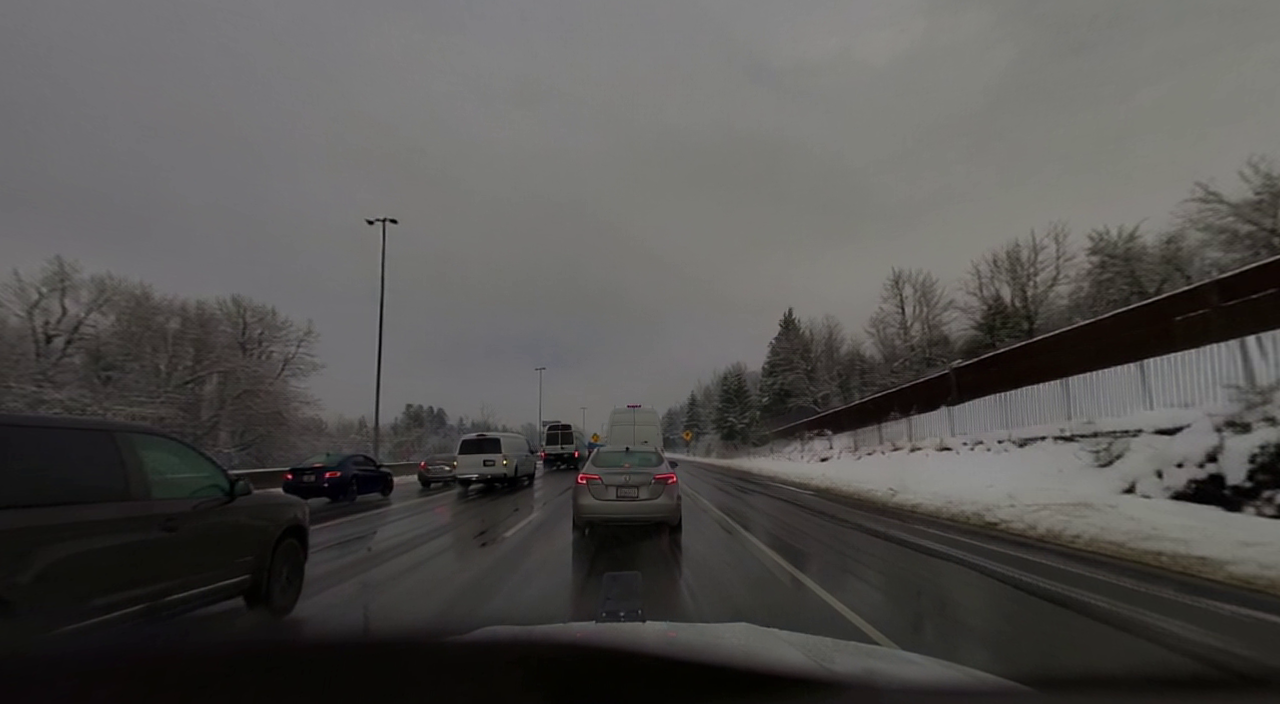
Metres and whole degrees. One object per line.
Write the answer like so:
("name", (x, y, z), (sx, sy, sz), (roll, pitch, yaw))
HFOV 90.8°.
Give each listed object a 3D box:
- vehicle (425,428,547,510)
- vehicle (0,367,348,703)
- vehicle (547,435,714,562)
("vehicle", (-3.982, 3.122, 17.246), (2.055, 1.913, 4.584), (-1, -9, 2))
("vehicle", (-3.634, 1.027, 3.354), (2.029, 1.656, 4.437), (0, -9, 0))
("vehicle", (-0.137, 2.026, 9.334), (1.995, 1.495, 3.380), (0, -9, -1))
